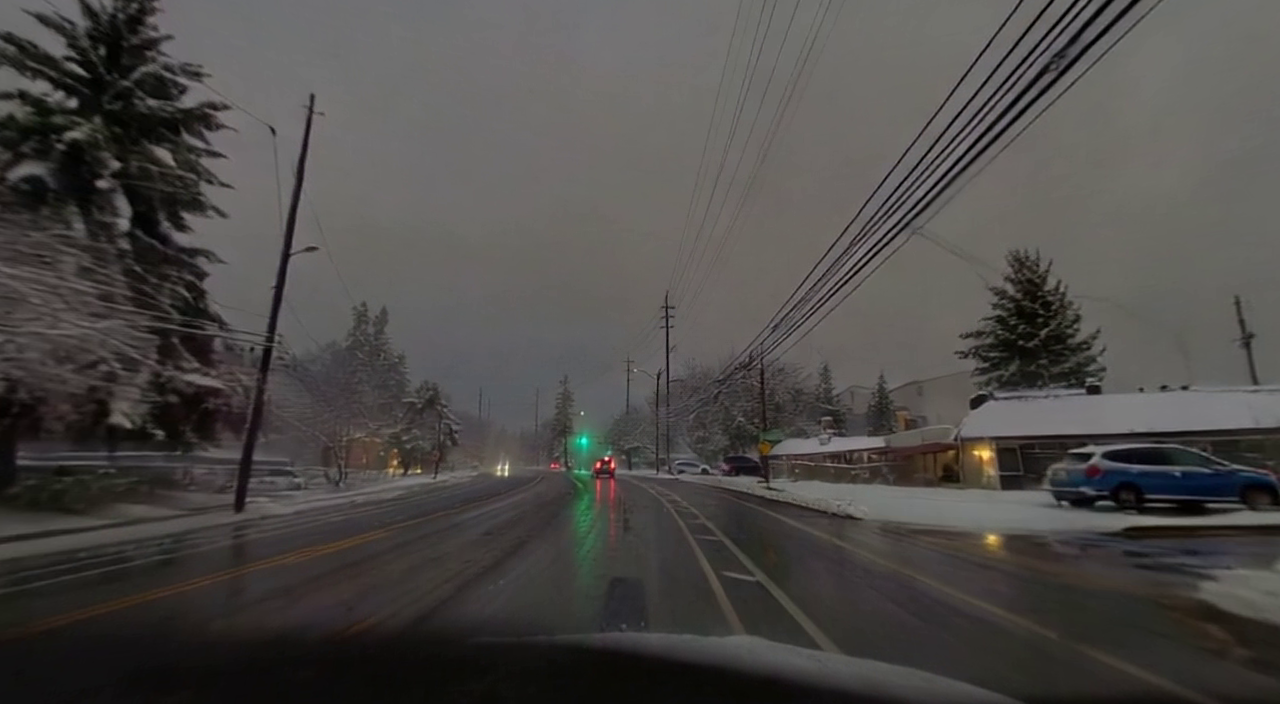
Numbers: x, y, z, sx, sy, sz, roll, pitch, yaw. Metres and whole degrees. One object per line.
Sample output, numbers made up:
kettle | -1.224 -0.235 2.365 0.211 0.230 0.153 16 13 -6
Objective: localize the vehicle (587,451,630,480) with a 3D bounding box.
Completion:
vehicle | -2.355 8.157 45.494 2.284 1.741 4.702 4 -8 -12

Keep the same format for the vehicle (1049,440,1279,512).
vehicle | 12.526 2.831 14.672 4.648 1.511 1.919 0 -8 -2
